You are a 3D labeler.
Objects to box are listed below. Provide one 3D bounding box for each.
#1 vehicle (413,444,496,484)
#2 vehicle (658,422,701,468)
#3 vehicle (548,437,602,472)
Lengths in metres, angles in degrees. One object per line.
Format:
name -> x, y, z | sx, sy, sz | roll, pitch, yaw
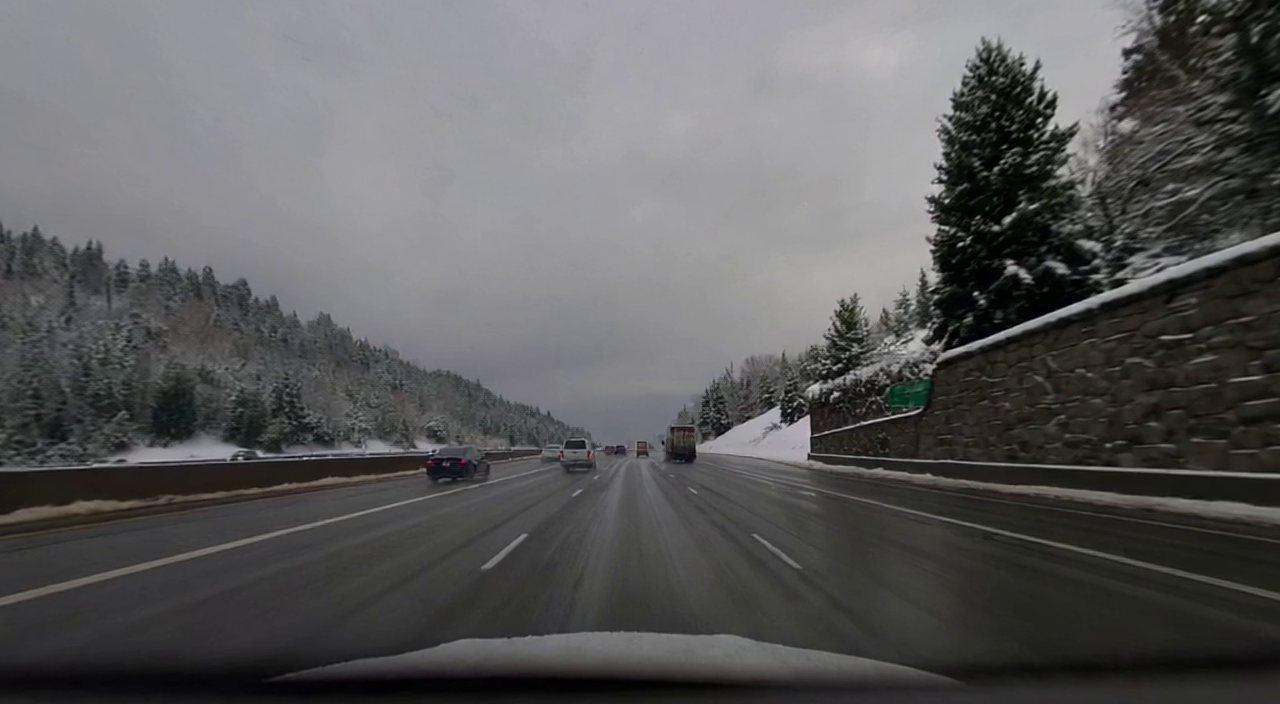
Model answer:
vehicle -> -7.633, 4.641, 26.482 | 2.102, 1.522, 4.394 | 0, -8, 0
vehicle -> 2.860, 7.095, 48.138 | 2.795, 3.187, 7.205 | 0, -8, 0
vehicle -> -3.897, 6.326, 39.251 | 2.720, 2.041, 5.432 | 0, -8, 1
